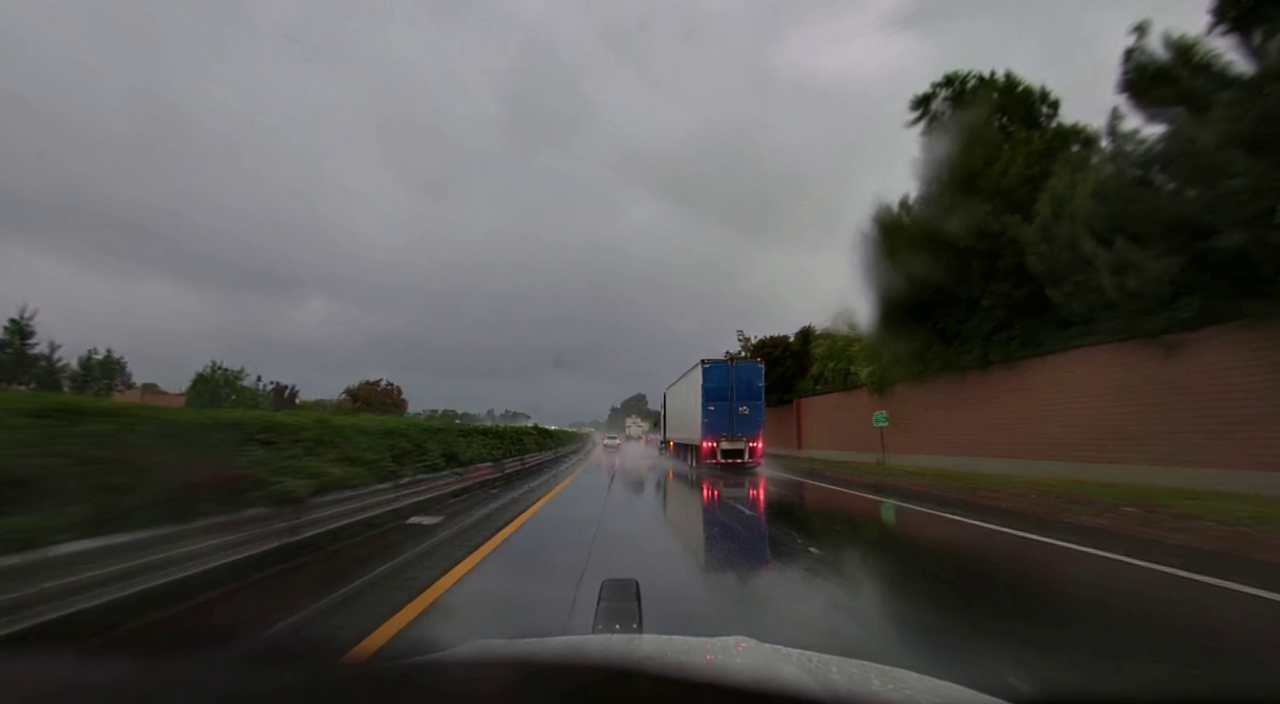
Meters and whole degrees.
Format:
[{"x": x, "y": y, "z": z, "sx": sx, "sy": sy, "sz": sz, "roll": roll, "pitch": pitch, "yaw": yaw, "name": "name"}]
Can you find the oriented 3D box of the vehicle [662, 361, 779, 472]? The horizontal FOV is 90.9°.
[{"x": 3.163, "y": 3.246, "z": 30.087, "sx": 2.965, "sy": 4.033, "sz": 14.299, "roll": 0, "pitch": -7, "yaw": -3, "name": "vehicle"}]
